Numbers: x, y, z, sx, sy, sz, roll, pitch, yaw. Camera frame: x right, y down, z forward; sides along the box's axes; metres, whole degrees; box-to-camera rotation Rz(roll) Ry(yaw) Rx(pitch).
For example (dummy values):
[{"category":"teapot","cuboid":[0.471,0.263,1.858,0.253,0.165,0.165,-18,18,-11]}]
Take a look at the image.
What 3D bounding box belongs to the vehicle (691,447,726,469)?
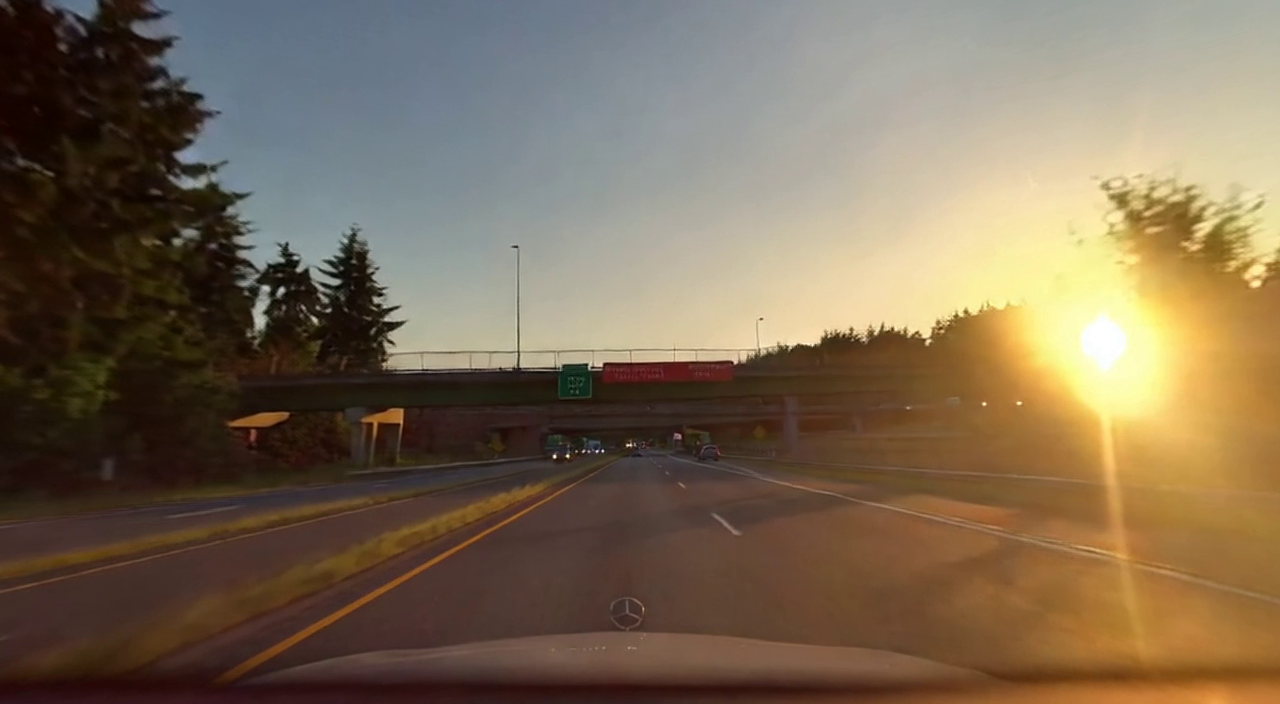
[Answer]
[{"category":"vehicle","cuboid":[4.794,7.443,44.469,1.987,1.473,4.244,0,-9,0]}]
